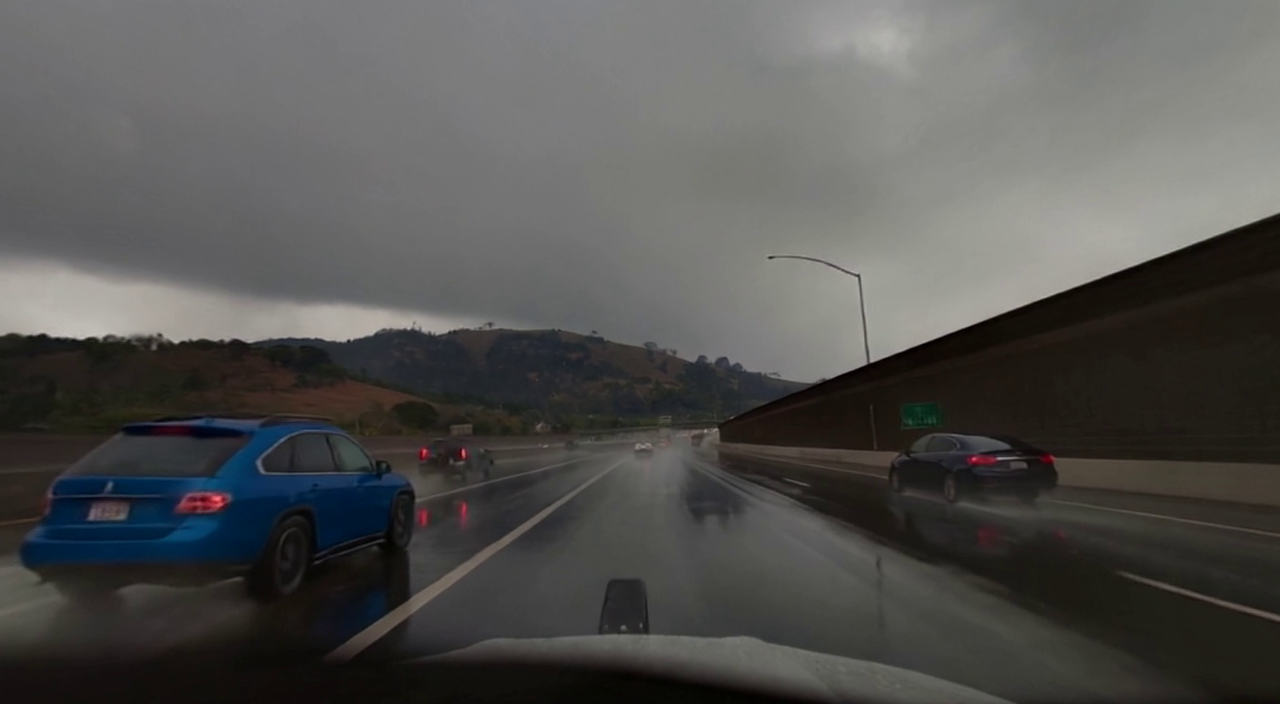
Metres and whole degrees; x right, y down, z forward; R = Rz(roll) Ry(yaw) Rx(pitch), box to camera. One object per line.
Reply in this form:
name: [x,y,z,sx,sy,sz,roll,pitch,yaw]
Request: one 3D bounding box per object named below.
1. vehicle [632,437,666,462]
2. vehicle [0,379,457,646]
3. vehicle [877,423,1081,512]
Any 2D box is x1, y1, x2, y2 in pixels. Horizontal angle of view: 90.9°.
vehicle: [0.736,7.517,48.828,2.172,1.824,5.031,-1,-8,6]
vehicle: [-3.905,1.429,6.766,2.210,1.730,5.133,-1,-8,2]
vehicle: [7.225,2.507,14.143,2.122,1.646,4.491,-1,-8,1]
